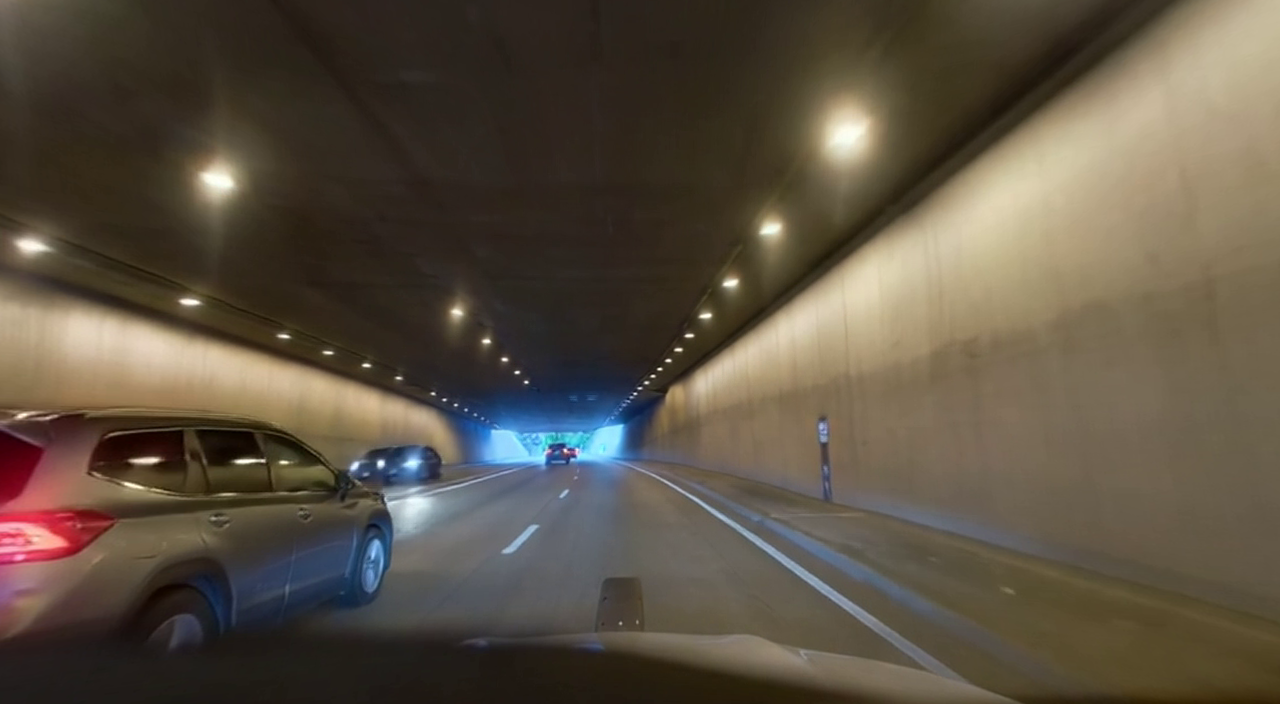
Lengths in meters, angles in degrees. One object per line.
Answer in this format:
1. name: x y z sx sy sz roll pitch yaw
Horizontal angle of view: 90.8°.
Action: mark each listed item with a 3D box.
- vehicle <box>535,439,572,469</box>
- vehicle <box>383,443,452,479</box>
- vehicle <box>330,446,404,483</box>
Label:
1. vehicle: -5.371 6.388 39.765 1.961 1.725 4.315 0 -8 -3
2. vehicle: -9.662 4.725 27.759 1.691 1.439 4.136 0 -8 -3
3. vehicle: -13.047 5.359 30.487 1.788 1.622 4.284 0 -8 -2
